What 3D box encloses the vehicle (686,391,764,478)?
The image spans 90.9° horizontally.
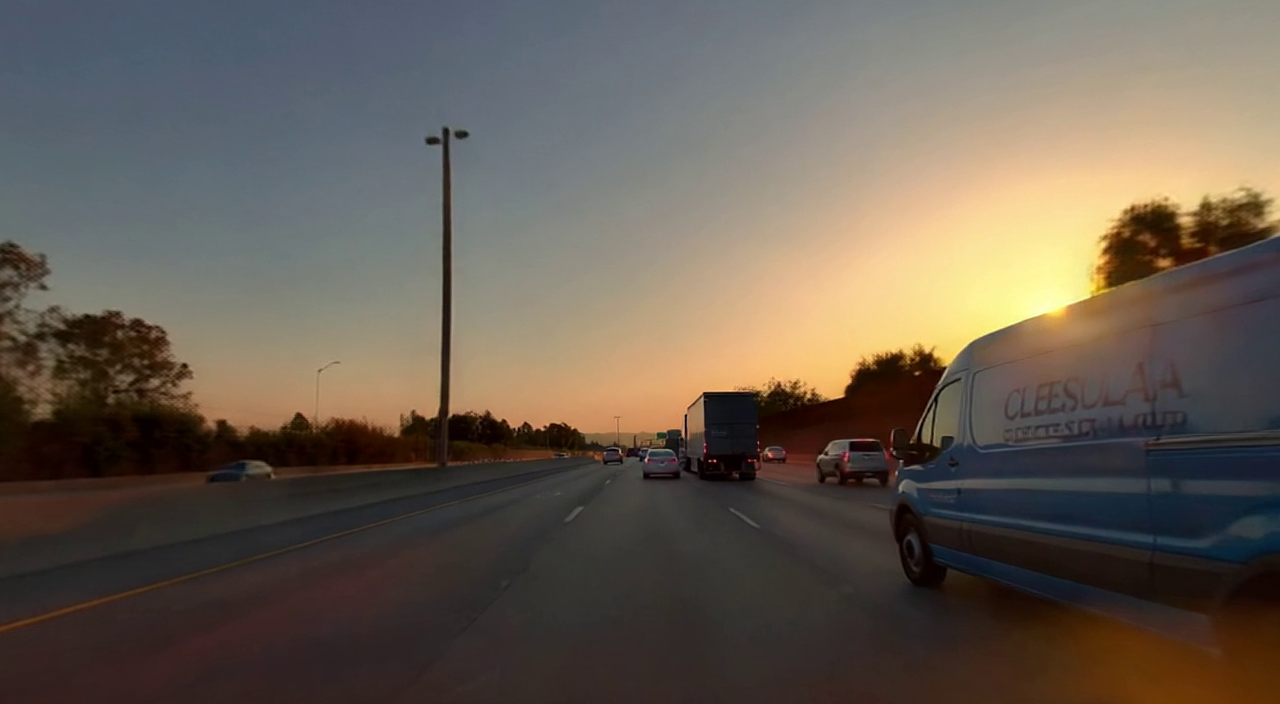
[{"bbox_3d":[4.469,4.820,36.041,2.821,4.077,12.562,0,-9,1],"label":"vehicle"}]

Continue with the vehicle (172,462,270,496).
[{"bbox_3d":[-23.177,7.018,35.125,2.172,1.608,4.681,0,-9,1],"label":"vehicle"}]

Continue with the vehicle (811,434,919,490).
[{"bbox_3d":[7.818,3.868,22.484,2.144,1.769,4.540,0,-9,0],"label":"vehicle"}]

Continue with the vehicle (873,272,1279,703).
[{"bbox_3d":[3.789,0.916,3.970,2.441,2.017,5.739,0,-9,0],"label":"vehicle"}]

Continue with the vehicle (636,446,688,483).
[{"bbox_3d":[0.870,4.851,27.474,2.063,1.469,4.208,0,-9,-1],"label":"vehicle"}]
